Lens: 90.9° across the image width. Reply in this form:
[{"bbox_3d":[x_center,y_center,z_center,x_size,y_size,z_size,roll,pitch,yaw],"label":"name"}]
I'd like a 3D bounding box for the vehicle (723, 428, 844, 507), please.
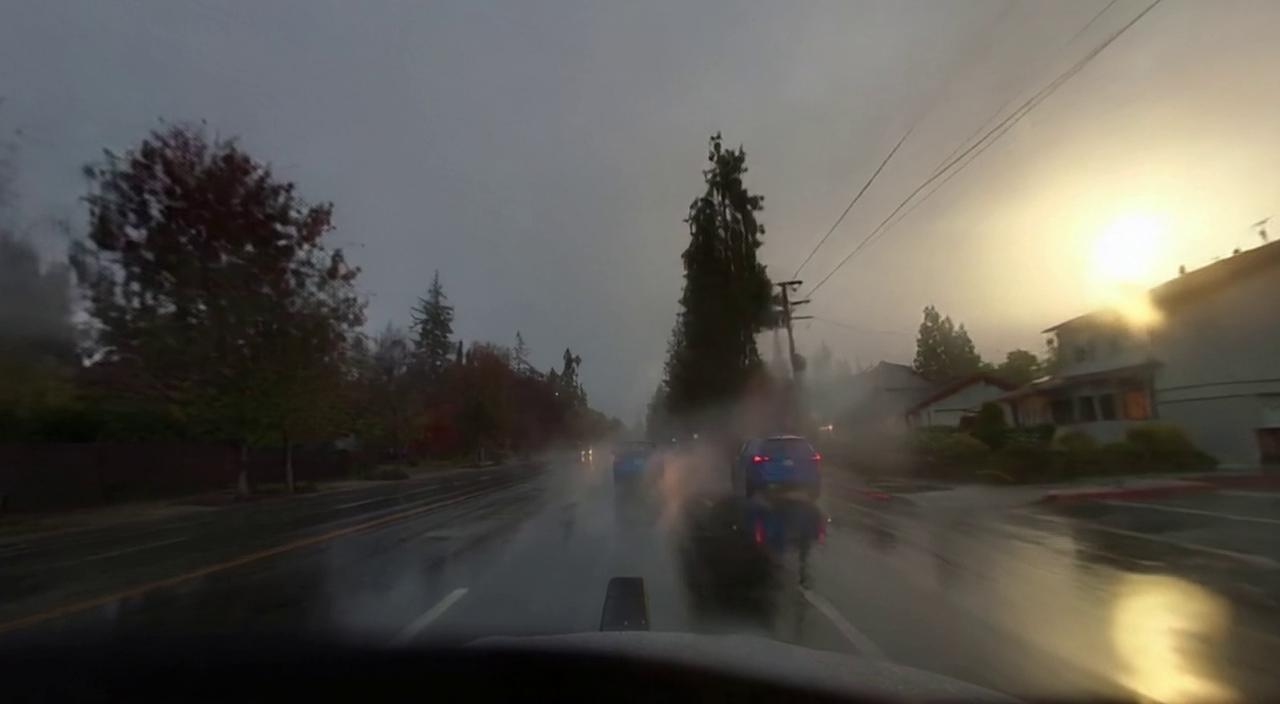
[{"bbox_3d":[3.502,2.910,16.318,2.024,1.711,4.512,0,-8,0],"label":"vehicle"}]

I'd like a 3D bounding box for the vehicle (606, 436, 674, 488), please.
[{"bbox_3d":[0.012,3.878,22.589,2.200,1.653,4.127,0,-8,1],"label":"vehicle"}]

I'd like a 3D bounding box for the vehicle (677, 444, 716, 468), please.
[{"bbox_3d":[3.600,6.733,41.118,2.099,1.463,4.130,0,-9,-1],"label":"vehicle"}]
